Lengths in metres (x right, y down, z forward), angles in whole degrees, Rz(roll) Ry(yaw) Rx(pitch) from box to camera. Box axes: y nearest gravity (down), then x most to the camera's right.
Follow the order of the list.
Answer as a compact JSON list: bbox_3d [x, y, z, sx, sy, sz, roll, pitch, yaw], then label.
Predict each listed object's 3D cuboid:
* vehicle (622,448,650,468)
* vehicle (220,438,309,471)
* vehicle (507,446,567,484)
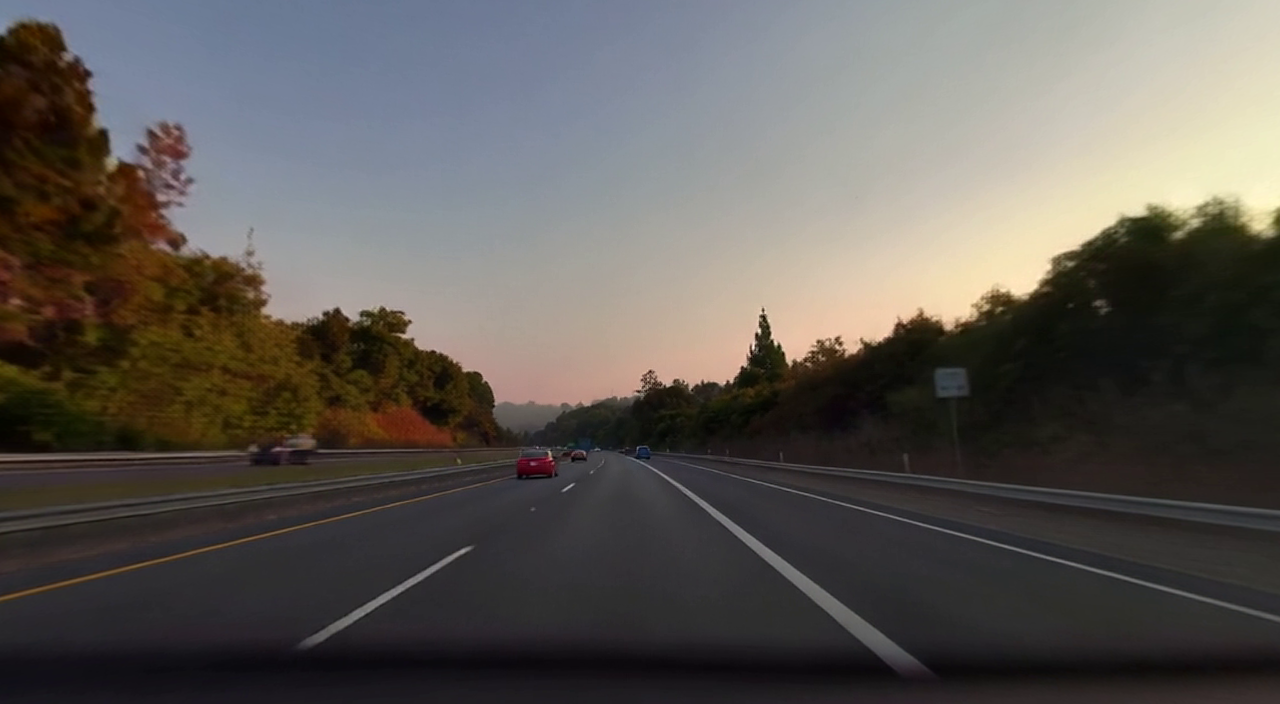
[{"bbox_3d":[-0.325,7.989,47.733,2.031,1.483,3.417,0,-9,-2],"label":"vehicle"},{"bbox_3d":[-18.248,5.005,30.877,1.836,1.491,4.176,0,-9,-1],"label":"vehicle"},{"bbox_3d":[-4.464,4.962,28.085,1.957,1.499,4.965,0,-9,-1],"label":"vehicle"}]
